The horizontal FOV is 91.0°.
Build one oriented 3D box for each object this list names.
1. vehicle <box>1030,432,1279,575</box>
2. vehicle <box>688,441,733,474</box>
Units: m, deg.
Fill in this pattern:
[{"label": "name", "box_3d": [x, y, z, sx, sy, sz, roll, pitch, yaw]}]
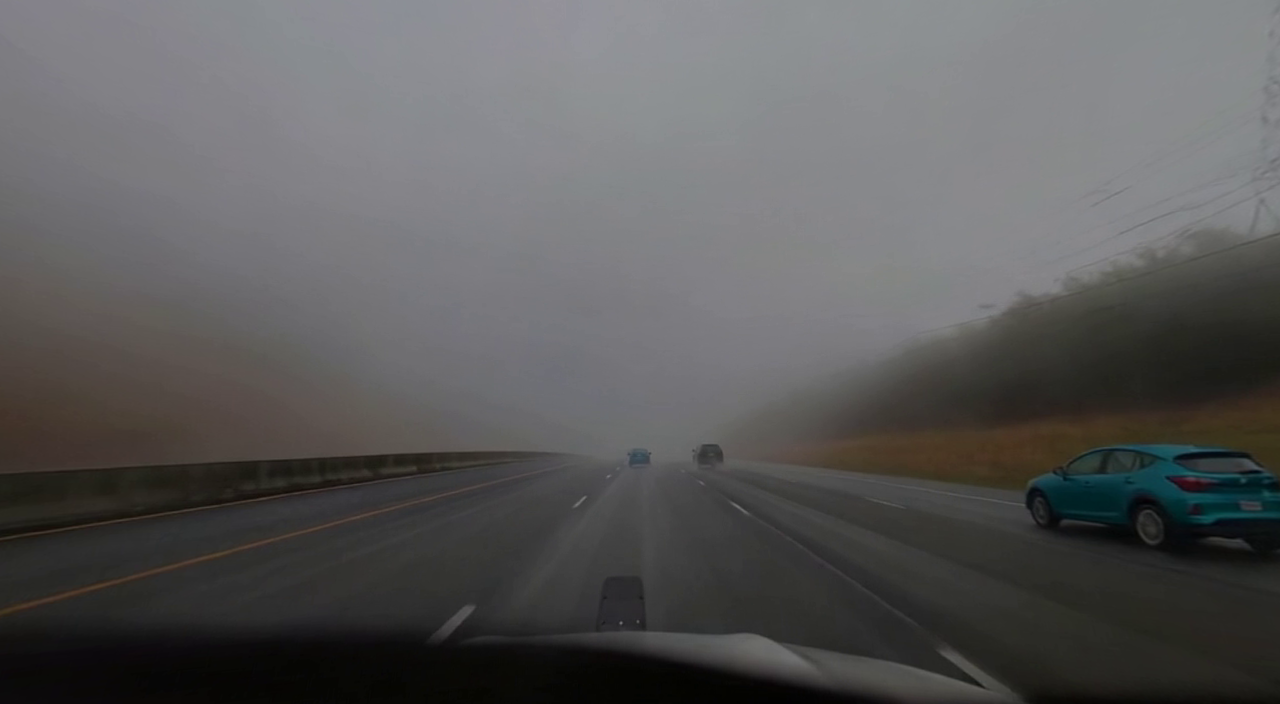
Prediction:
[{"label": "vehicle", "box_3d": [7.999, 1.958, 8.855, 1.970, 1.545, 4.818, 0, -8, 0]}, {"label": "vehicle", "box_3d": [4.054, 6.143, 37.034, 2.159, 1.782, 4.673, 0, -9, 1]}]
